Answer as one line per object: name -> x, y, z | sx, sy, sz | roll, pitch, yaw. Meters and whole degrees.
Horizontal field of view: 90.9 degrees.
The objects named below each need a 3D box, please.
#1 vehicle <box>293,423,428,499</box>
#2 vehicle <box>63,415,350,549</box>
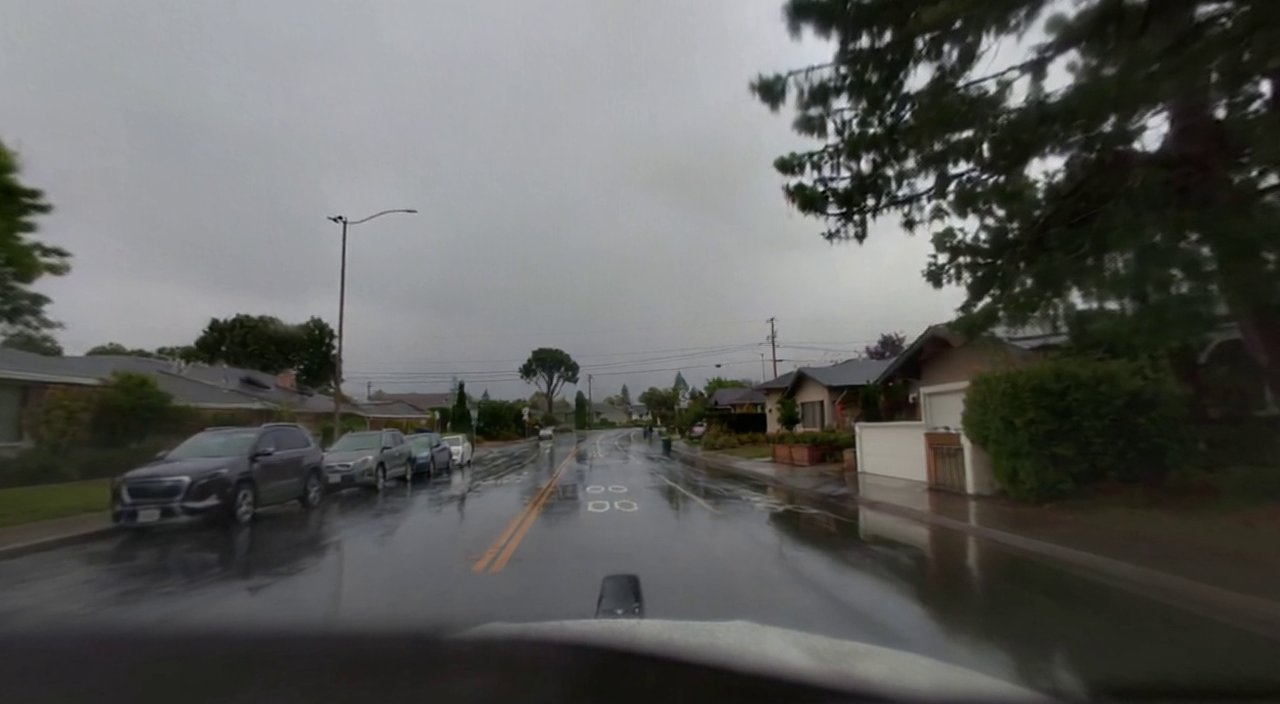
vehicle -> -7.330, 2.858, 17.087 | 1.865, 1.750, 4.507 | 0, -8, -4
vehicle -> -6.856, 2.042, 10.714 | 2.147, 1.780, 4.165 | 0, -8, -5
